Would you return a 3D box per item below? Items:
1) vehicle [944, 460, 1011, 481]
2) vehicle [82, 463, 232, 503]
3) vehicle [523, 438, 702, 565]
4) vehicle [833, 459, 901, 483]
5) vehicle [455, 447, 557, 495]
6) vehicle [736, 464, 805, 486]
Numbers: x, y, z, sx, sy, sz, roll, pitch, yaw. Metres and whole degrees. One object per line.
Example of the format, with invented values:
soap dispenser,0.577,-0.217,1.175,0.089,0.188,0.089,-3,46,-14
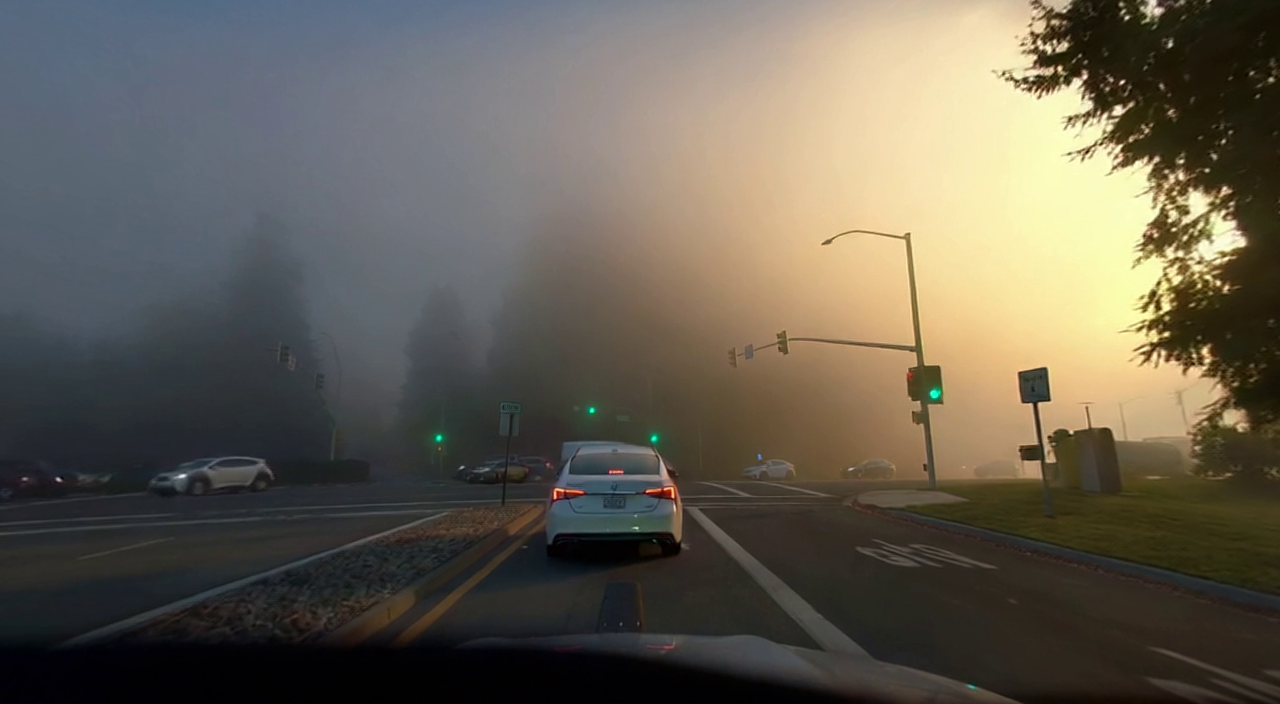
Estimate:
vehicle,25.930,9.084,48.586,4.358,1.471,1.875,2,-9,-16
vehicle,-20.085,5.448,26.498,4.548,1.449,1.802,2,-9,-13
vehicle,-0.370,2.090,9.669,2.112,1.479,4.264,0,-9,-1
vehicle,16.479,8.615,45.895,4.337,1.637,1.860,2,-9,-16
vehicle,-5.663,4.886,26.334,2.175,1.789,4.355,8,-12,-42
vehicle,9.064,8.532,43.891,4.254,1.359,1.895,2,-9,-16
